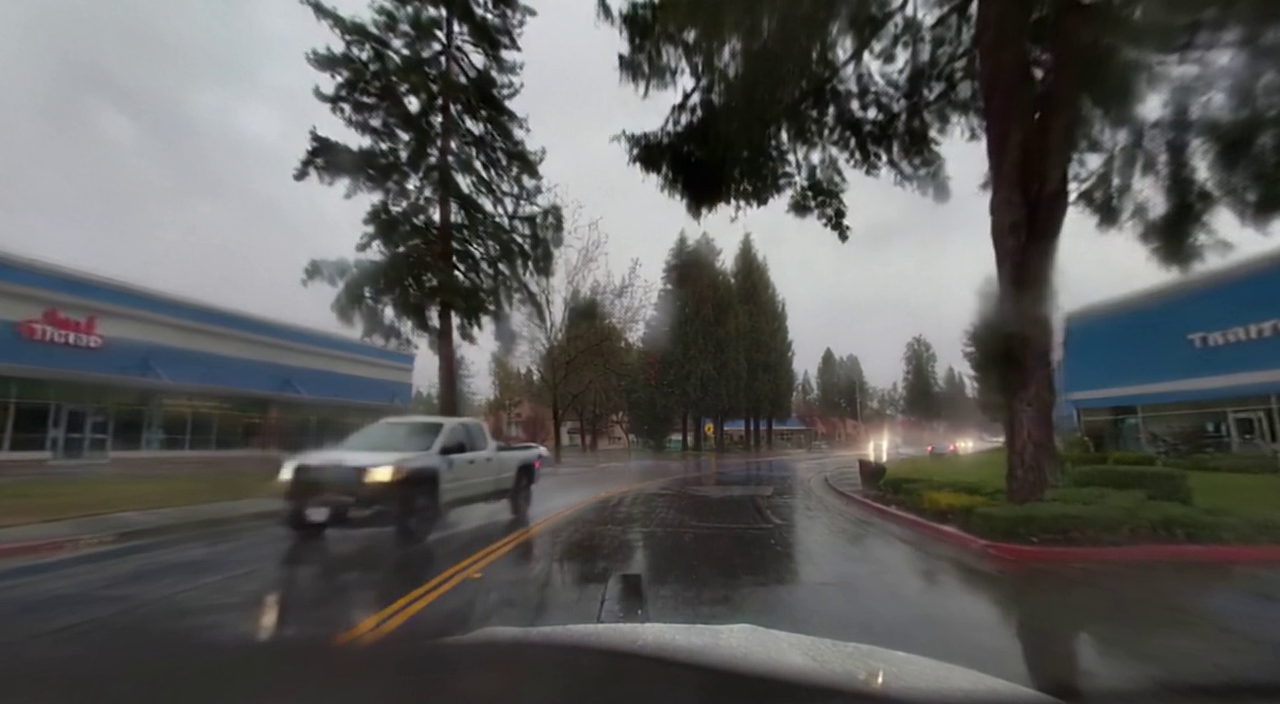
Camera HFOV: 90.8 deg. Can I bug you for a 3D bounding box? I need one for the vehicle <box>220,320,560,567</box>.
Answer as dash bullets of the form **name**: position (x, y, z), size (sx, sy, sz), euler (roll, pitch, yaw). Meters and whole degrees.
- **vehicle**: position (-3.399, 1.573, 10.983), size (2.489, 2.884, 6.940), euler (-1, -9, 6)
